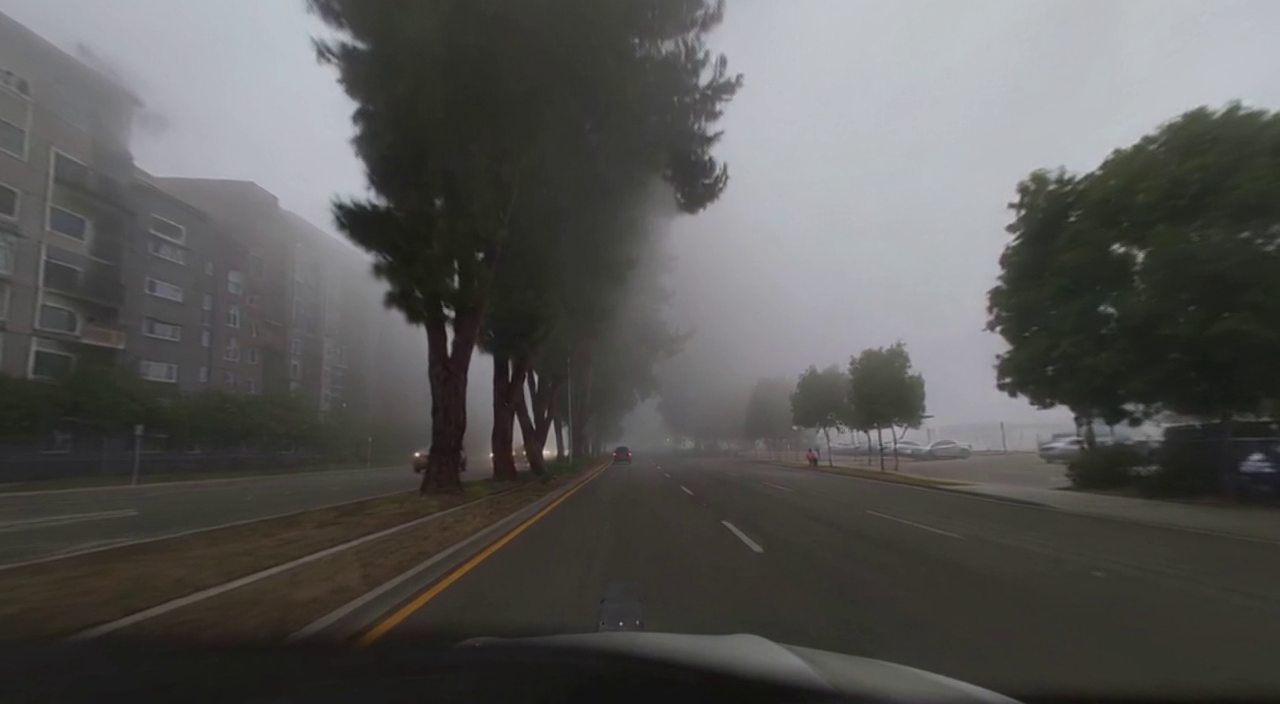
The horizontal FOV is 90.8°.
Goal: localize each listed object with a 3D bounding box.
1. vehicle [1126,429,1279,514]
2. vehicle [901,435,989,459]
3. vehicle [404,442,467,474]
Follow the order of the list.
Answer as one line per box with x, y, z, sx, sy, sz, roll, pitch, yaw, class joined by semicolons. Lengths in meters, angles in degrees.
14.901;2.812;15.189;4.761;1.832;2.201;1;-9;-7;vehicle
22.540;7.045;46.788;5.320;1.722;2.651;2;-9;-15;vehicle
-12.323;6.417;38.475;2.250;1.788;4.684;0;-9;0;vehicle
